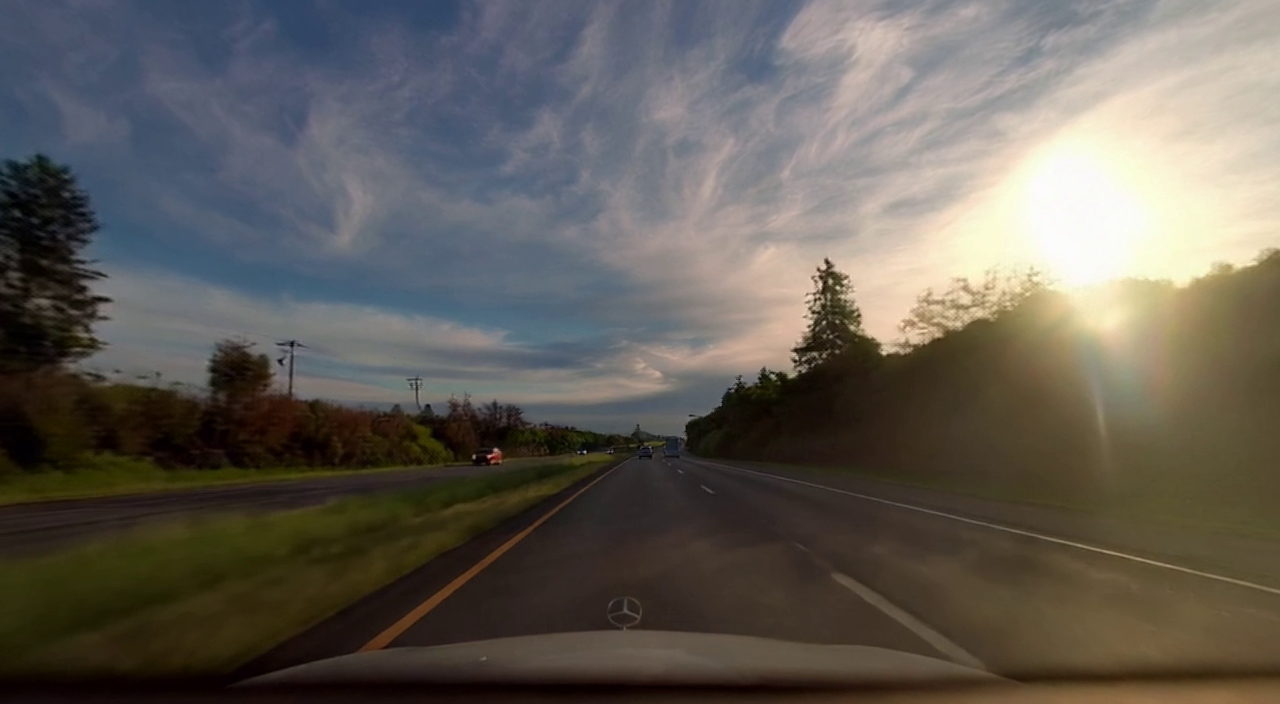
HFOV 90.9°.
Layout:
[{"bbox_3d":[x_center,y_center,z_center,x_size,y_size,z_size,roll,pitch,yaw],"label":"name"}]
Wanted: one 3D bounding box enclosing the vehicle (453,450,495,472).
[{"bbox_3d":[-12.816,8.406,48.956,1.993,1.537,4.613,-2,-9,1],"label":"vehicle"}]
